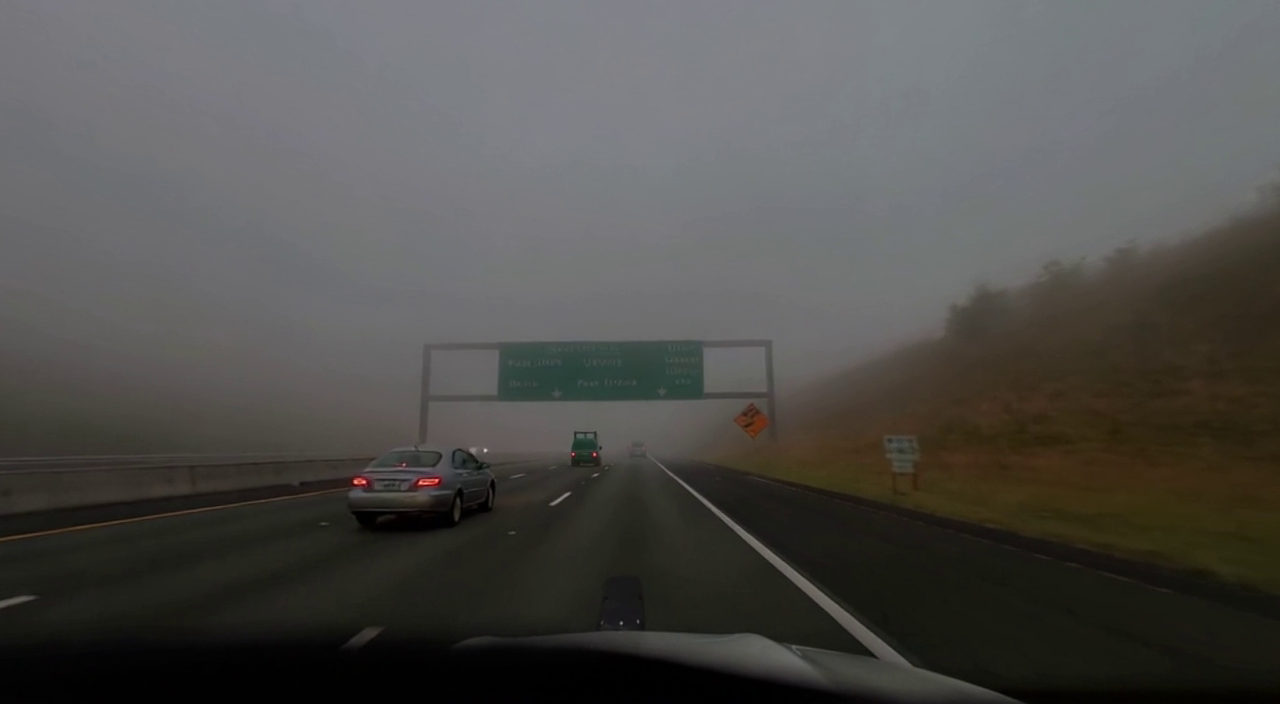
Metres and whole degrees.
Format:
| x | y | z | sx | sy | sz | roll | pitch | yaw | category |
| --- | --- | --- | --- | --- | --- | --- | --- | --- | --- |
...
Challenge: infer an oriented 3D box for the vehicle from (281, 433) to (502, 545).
| x | y | z | sx | sy | sz | roll | pitch | yaw | category |
| --- | --- | --- | --- | --- | --- | --- | --- | --- | --- |
| -3.662 | 2.086 | 10.198 | 1.924 | 1.436 | 3.915 | 0 | -9 | 1 | vehicle |

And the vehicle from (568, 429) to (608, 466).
| x | y | z | sx | sy | sz | roll | pitch | yaw | category |
| --- | --- | --- | --- | --- | --- | --- | --- | --- | --- |
| -3.649 | 6.854 | 45.132 | 2.290 | 2.453 | 5.561 | 0 | -9 | 1 | vehicle |
